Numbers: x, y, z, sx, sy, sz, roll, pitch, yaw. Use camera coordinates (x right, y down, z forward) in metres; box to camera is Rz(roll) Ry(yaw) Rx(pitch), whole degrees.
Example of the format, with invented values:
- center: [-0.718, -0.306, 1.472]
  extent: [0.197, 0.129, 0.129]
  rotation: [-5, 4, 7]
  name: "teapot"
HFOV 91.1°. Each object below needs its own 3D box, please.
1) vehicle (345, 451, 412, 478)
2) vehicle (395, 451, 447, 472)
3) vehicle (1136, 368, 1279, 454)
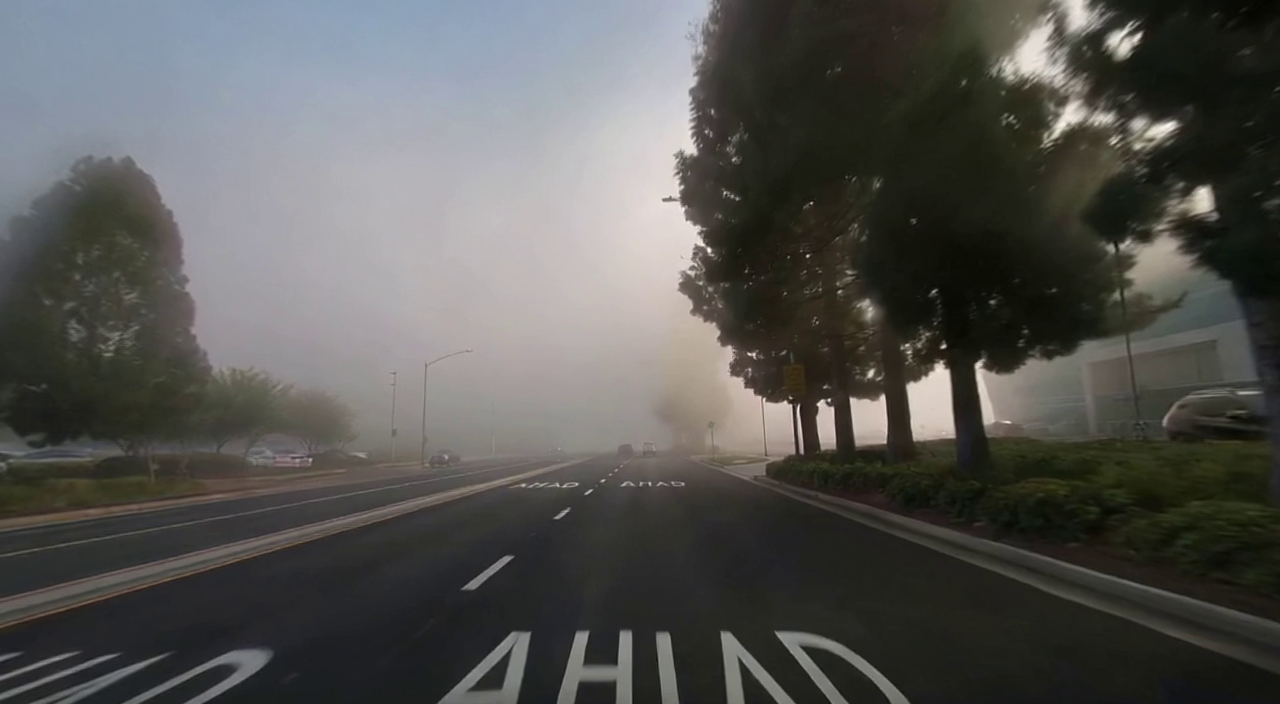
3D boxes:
- center: [-16.862, 7.263, 40.780]
  extent: [2.014, 1.515, 5.027]
  rotation: [0, -8, 2]
  name: "vehicle"
- center: [-16.894, 8.481, 48.731]
  extent: [1.955, 1.486, 5.112]
  rotation: [0, -8, 3]
  name: "vehicle"
- center: [12.527, 1.229, 12.374]
  extent: [2.032, 1.528, 4.191]
  rotation: [0, -8, 0]
  name: "vehicle"
